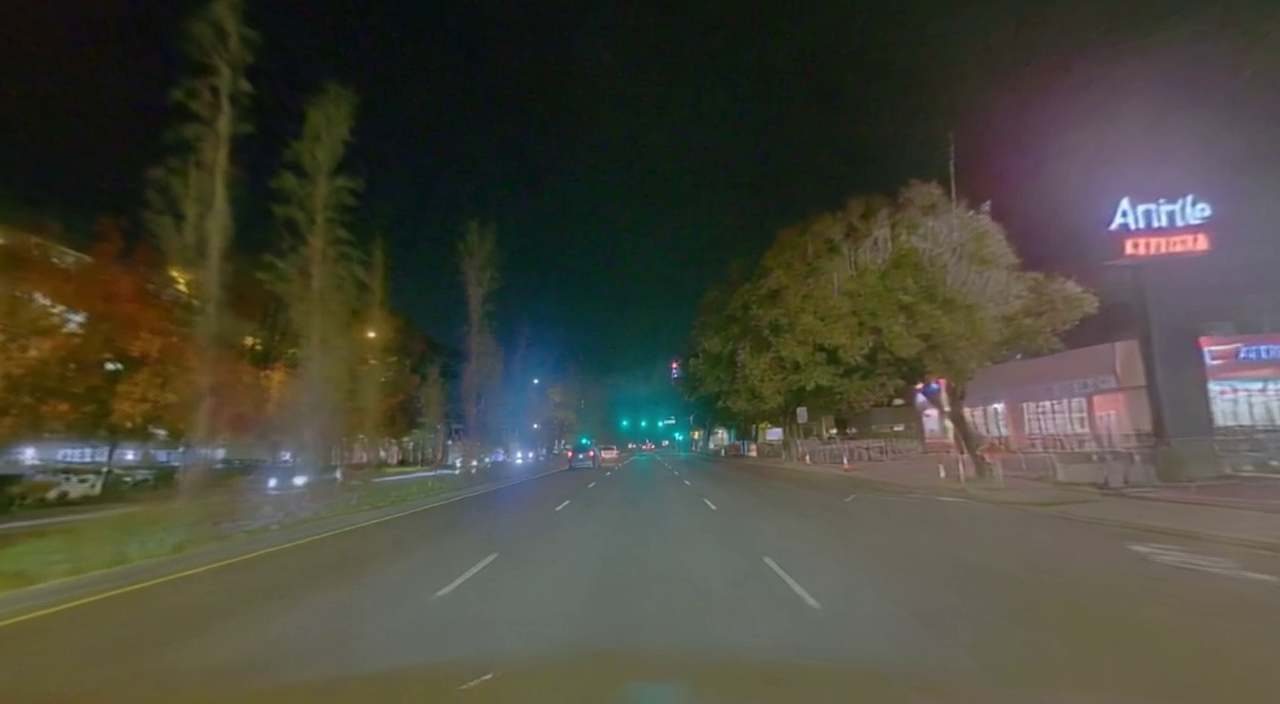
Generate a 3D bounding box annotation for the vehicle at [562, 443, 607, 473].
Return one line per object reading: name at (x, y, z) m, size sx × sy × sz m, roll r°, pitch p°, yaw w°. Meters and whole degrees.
vehicle at (-2.863, 5.545, 33.211) m, size 1.926 × 1.442 × 4.231 m, roll 0°, pitch -8°, yaw 1°

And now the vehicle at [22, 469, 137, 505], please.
vehicle at (-30.097, 7.229, 33.991) m, size 4.492 × 1.450 × 1.833 m, roll 3°, pitch -11°, yaw -42°
